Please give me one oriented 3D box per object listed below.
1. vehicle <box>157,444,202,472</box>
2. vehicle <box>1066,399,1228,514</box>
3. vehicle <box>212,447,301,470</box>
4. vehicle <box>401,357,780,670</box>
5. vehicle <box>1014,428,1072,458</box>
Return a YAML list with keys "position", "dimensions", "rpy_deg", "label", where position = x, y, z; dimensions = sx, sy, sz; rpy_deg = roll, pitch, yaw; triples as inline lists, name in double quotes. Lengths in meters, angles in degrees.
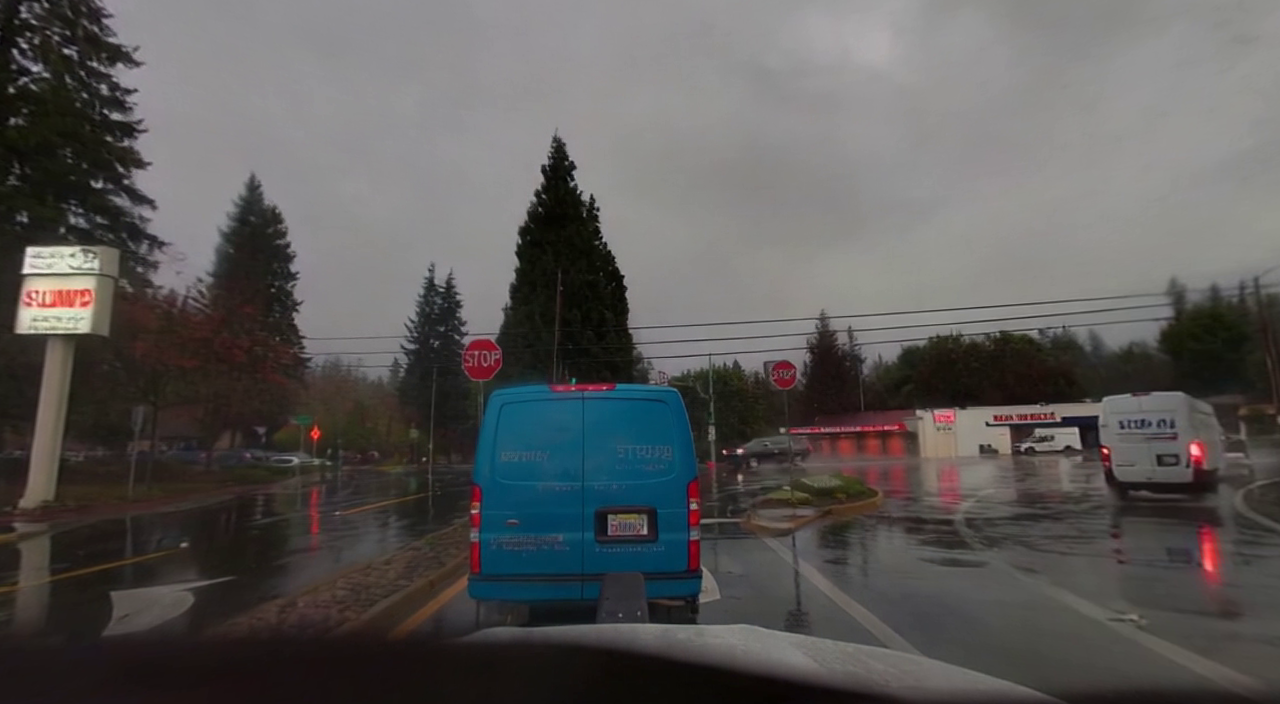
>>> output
- position: [-29.797, 6.846, 40.984]
  dimensions: [1.913, 1.682, 4.120]
  rpy_deg: [5, -10, -31]
  label: "vehicle"
- position: [11.995, 2.435, 15.072]
  dimensions: [2.385, 2.196, 5.640]
  rpy_deg: [-7, -11, 38]
  label: "vehicle"
- position: [-25.926, 7.187, 42.858]
  dimensions: [4.670, 1.472, 1.851]
  rpy_deg: [1, -9, -9]
  label: "vehicle"
- position: [-0.198, 1.285, 6.089]
  dimensions: [2.237, 1.828, 4.546]
  rpy_deg: [0, -9, 3]
  label: "vehicle"
- position: [26.337, 5.945, 41.164]
  dimensions: [2.079, 1.797, 5.345]
  rpy_deg: [-8, -12, 42]
  label: "vehicle"
